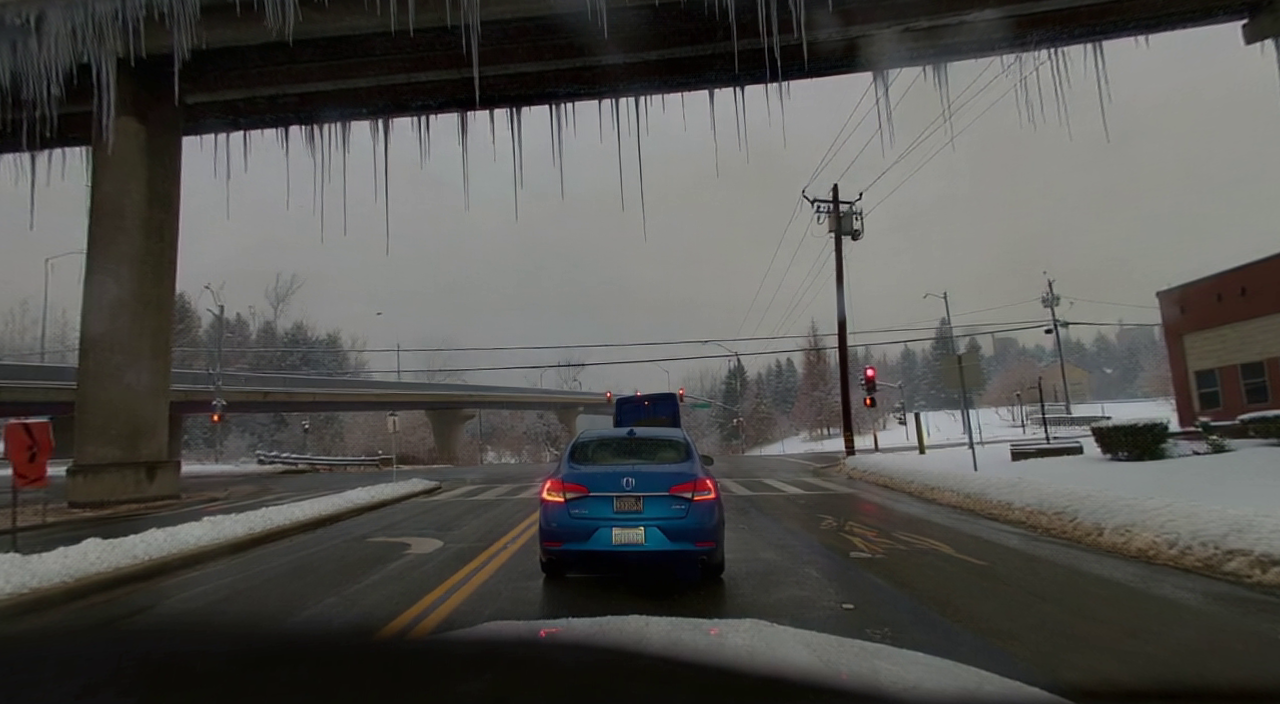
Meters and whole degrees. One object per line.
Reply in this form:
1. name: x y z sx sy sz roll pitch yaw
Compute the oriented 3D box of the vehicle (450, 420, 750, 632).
1. vehicle: -0.243 1.526 6.477 2.090 1.458 4.033 -1 -9 1
